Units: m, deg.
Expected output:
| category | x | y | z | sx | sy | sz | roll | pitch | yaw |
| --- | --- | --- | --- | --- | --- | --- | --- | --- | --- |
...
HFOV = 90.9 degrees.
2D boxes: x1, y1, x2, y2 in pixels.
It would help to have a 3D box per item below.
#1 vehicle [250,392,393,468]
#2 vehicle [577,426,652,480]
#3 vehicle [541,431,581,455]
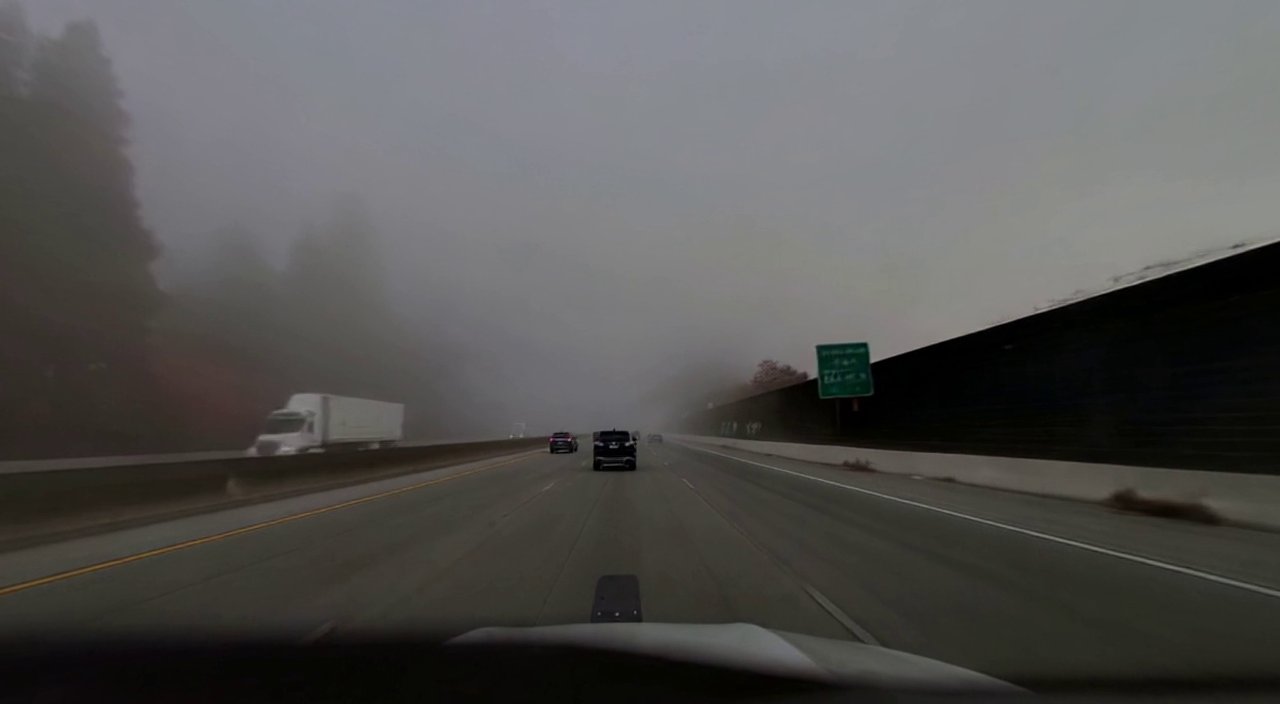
| category | x | y | z | sx | sy | sz | roll | pitch | yaw |
| --- | --- | --- | --- | --- | --- | --- | --- | --- | --- |
| vehicle | -17.429 | 4.467 | 35.639 | 2.979 | 3.672 | 9.989 | 0 | -8 | -1 |
| vehicle | -0.730 | 3.038 | 19.236 | 2.044 | 1.477 | 3.693 | 0 | -8 | -1 |
| vehicle | -5.032 | 5.864 | 40.759 | 2.022 | 1.440 | 4.491 | 0 | -8 | -1 |
